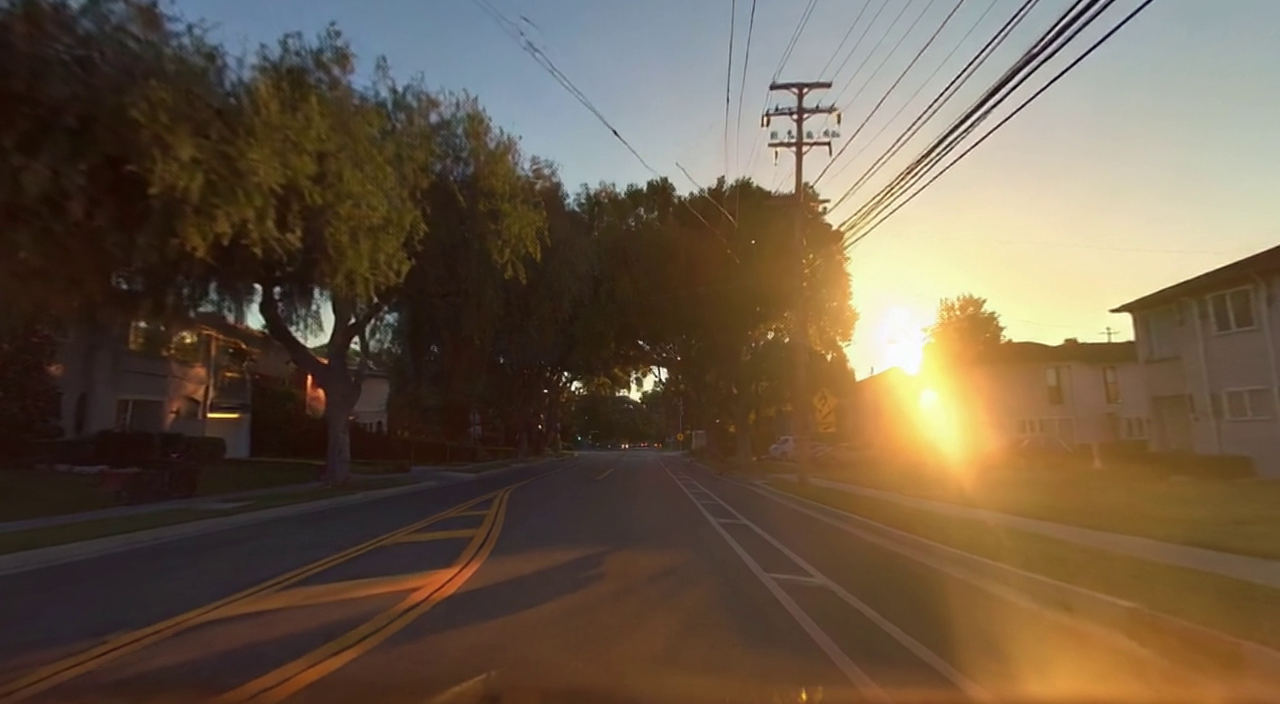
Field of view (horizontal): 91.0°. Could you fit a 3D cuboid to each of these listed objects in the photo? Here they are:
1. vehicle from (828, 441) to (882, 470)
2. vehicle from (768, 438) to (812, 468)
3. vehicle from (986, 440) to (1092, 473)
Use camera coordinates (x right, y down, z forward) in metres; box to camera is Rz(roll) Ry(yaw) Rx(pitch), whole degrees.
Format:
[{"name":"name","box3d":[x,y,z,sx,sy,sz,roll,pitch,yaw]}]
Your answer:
[{"name":"vehicle","box3d":[13.570,6.546,39.940,1.935,1.683,4.669,0,-9,2]},{"name":"vehicle","box3d":[10.296,6.979,43.532,1.912,1.953,4.651,0,-9,0]},{"name":"vehicle","box3d":[21.074,5.507,33.384,3.943,1.664,2.391,0,-8,-1]}]
